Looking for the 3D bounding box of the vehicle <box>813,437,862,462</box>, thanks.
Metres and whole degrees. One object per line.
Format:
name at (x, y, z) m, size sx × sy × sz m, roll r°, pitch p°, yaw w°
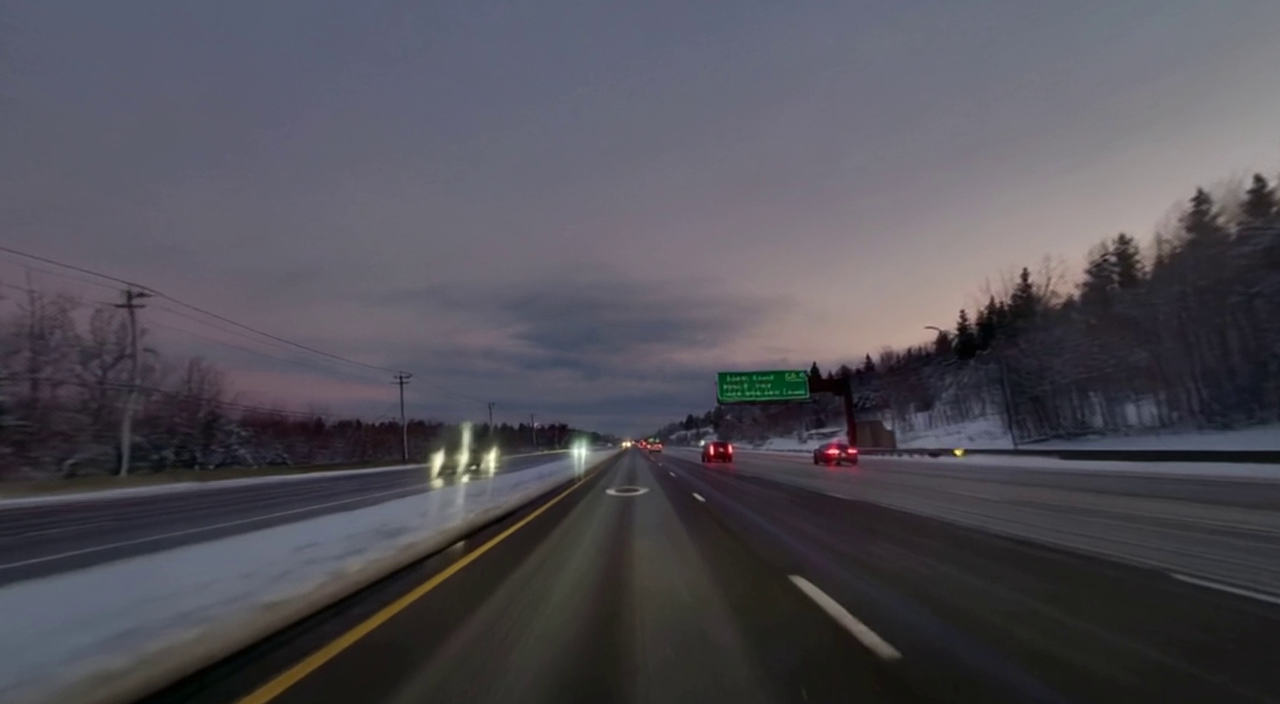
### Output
vehicle at (14.385, 7.138, 46.197) m, size 2.079 × 1.688 × 4.544 m, roll 0°, pitch -8°, yaw 0°
